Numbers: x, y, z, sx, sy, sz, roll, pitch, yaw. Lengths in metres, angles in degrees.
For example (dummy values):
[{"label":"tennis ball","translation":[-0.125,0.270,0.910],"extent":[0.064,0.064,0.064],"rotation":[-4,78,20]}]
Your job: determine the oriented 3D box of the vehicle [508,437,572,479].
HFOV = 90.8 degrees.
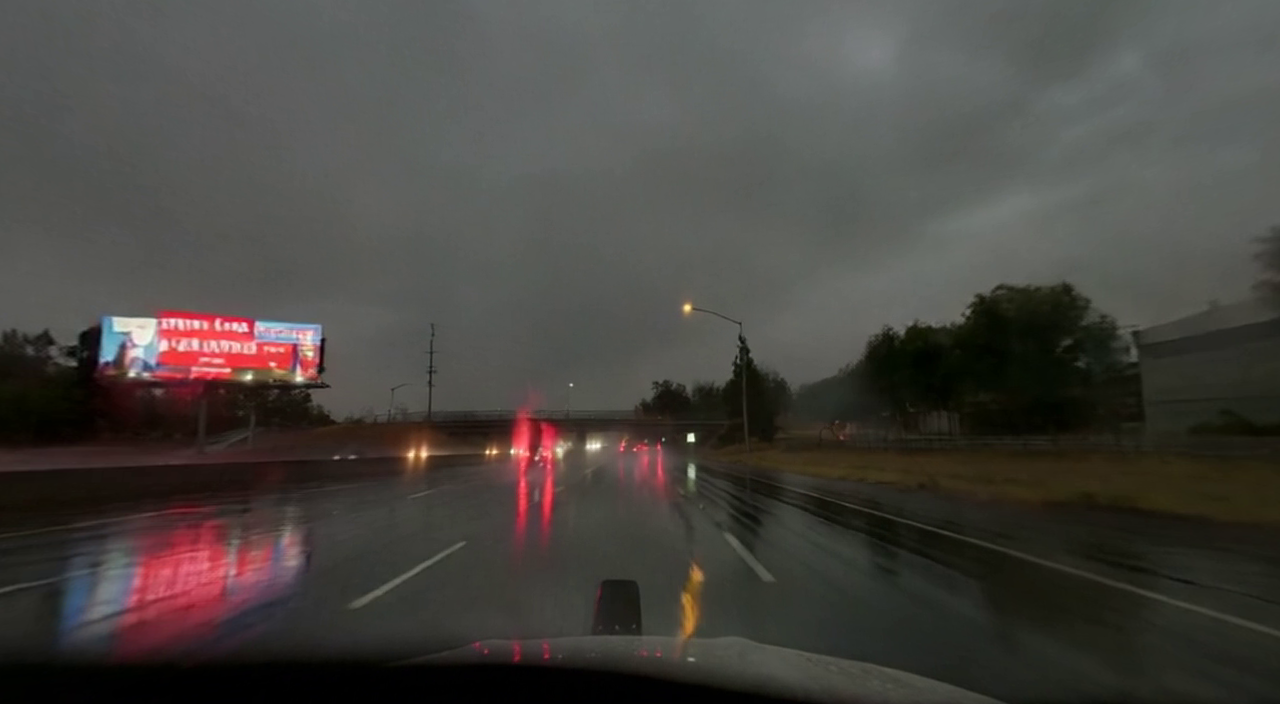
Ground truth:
[{"label":"vehicle","translation":[-4.370,4.716,28.355],"extent":[2.102,1.727,4.704],"rotation":[0,-9,0]}]
